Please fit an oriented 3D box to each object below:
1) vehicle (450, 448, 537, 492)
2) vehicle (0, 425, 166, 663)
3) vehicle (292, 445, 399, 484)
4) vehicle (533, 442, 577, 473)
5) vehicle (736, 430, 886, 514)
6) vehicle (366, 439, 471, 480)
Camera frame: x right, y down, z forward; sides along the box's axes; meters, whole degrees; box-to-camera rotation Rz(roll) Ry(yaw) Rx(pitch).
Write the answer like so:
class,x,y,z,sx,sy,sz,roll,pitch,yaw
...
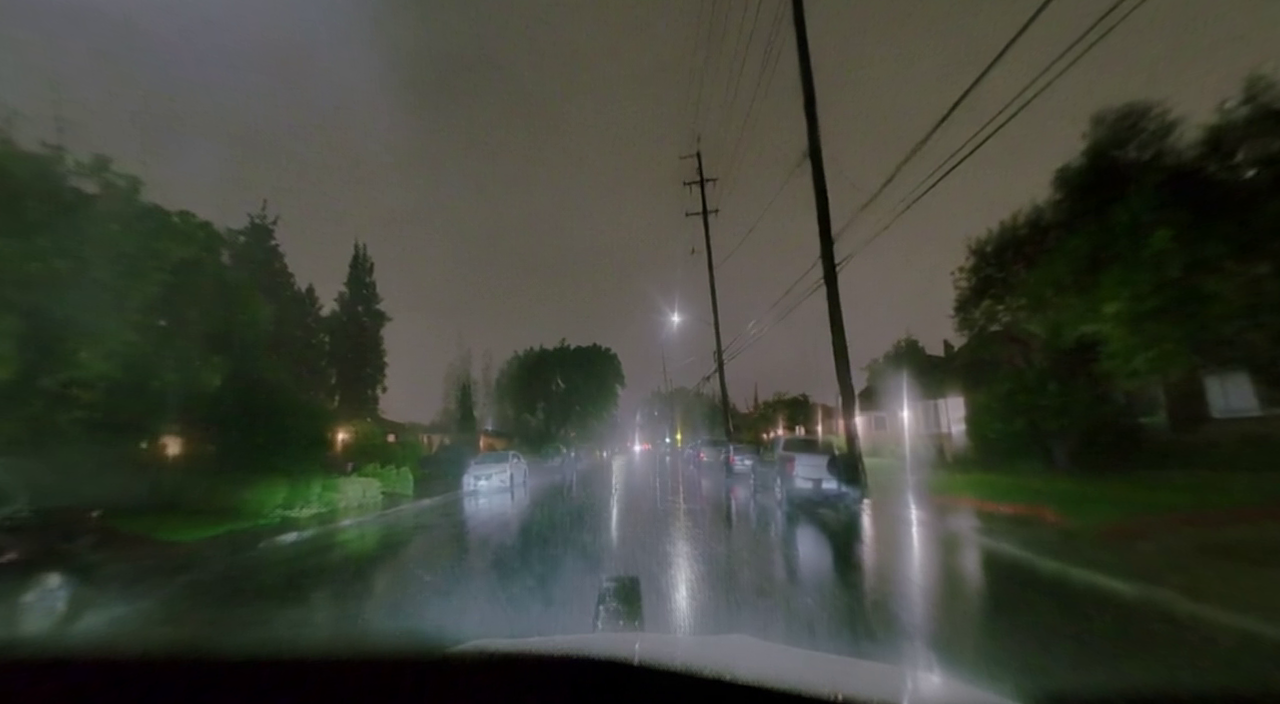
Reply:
class,x,y,z,sx,sy,sz,roll,pitch,yaw
vehicle,-5.667,4.618,25.066,2.199,1.439,4.757,-3,-9,2
vehicle,-5.803,1.414,4.164,1.989,1.756,4.378,-4,-9,0
vehicle,-15.651,5.966,33.722,4.747,1.899,2.181,-2,-7,13
vehicle,-5.573,7.024,41.915,2.118,1.753,4.377,-5,-10,1
vehicle,3.786,2.746,15.037,2.247,1.618,4.655,2,-8,0
vehicle,-12.531,6.147,36.066,5.096,2.213,2.354,1,-10,-3
